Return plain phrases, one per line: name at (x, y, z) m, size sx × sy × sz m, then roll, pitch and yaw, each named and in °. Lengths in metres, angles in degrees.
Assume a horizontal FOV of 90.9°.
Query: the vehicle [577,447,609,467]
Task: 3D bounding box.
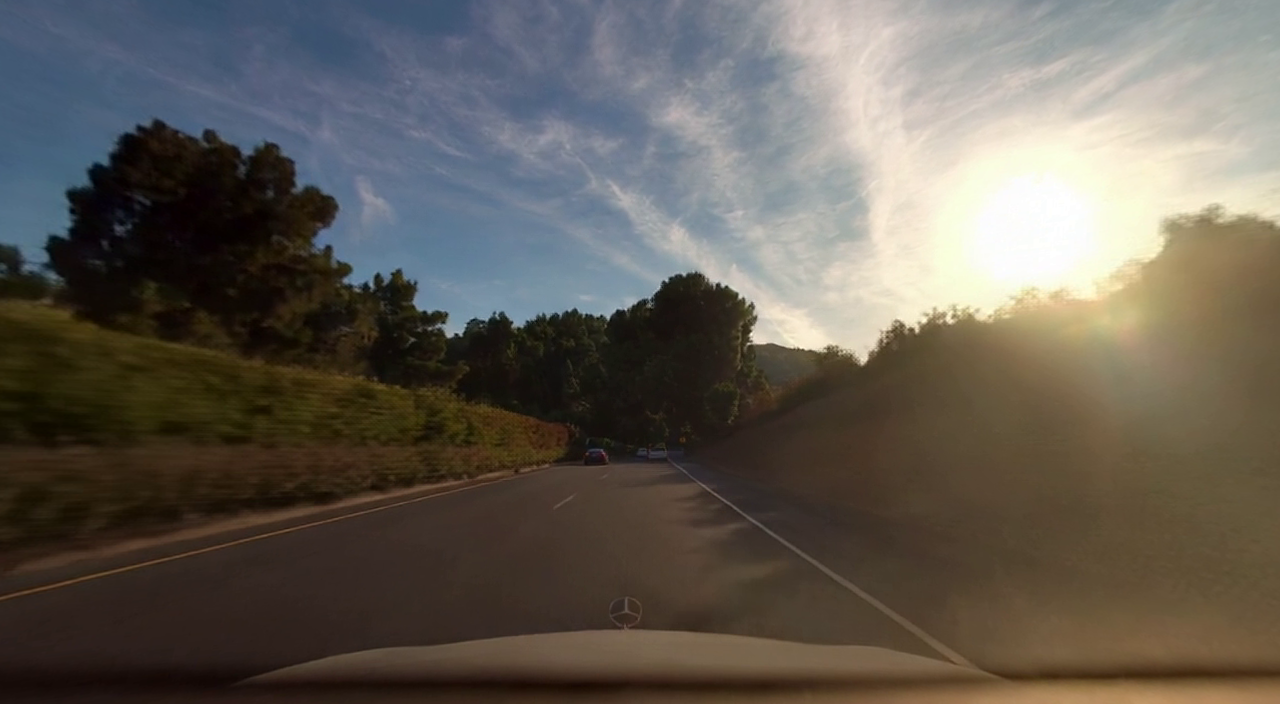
vehicle at (-3.558, 8.010, 48.243) m, size 2.033 × 1.449 × 3.957 m, roll 0°, pitch -9°, yaw 1°
